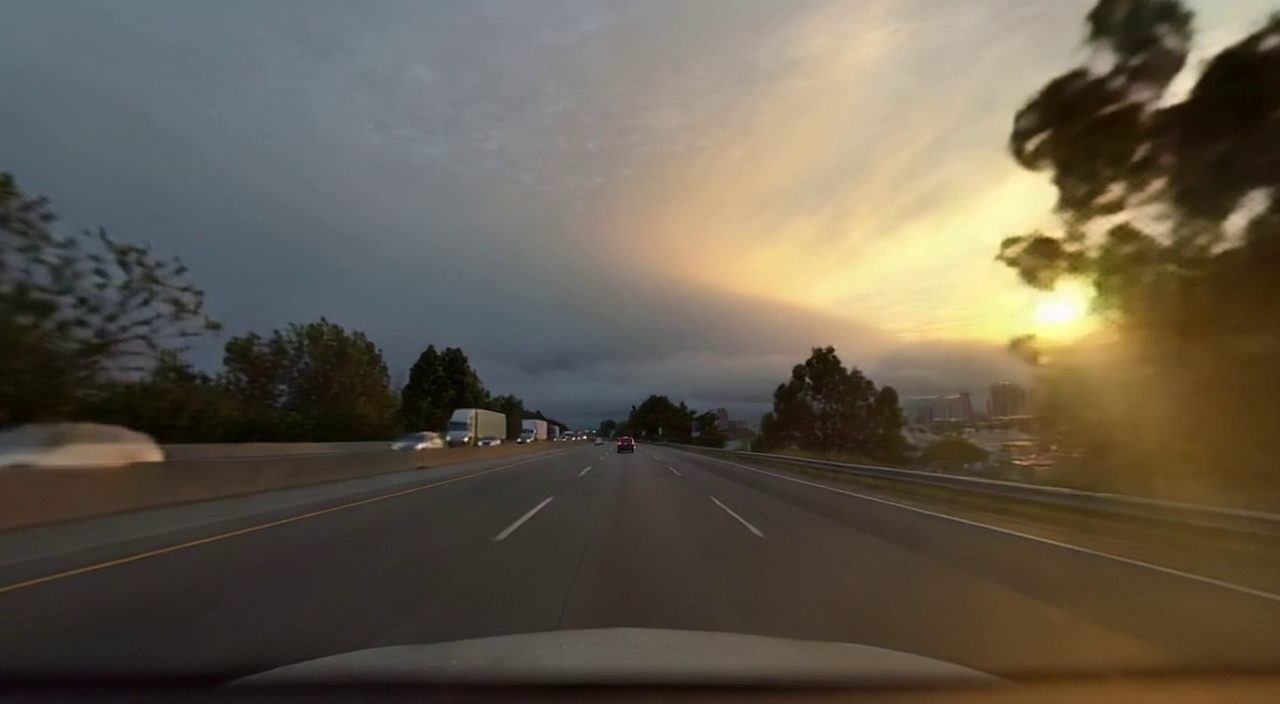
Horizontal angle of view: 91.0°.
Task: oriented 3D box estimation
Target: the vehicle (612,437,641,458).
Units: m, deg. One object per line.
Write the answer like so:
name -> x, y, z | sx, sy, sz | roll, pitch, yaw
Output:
vehicle -> -1.038, 7.234, 47.893 | 2.099, 1.504, 3.843 | 0, -8, -2

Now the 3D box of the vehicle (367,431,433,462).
vehicle -> -12.705, 5.032, 33.627 | 1.900, 1.490, 4.375 | 0, -8, -1
